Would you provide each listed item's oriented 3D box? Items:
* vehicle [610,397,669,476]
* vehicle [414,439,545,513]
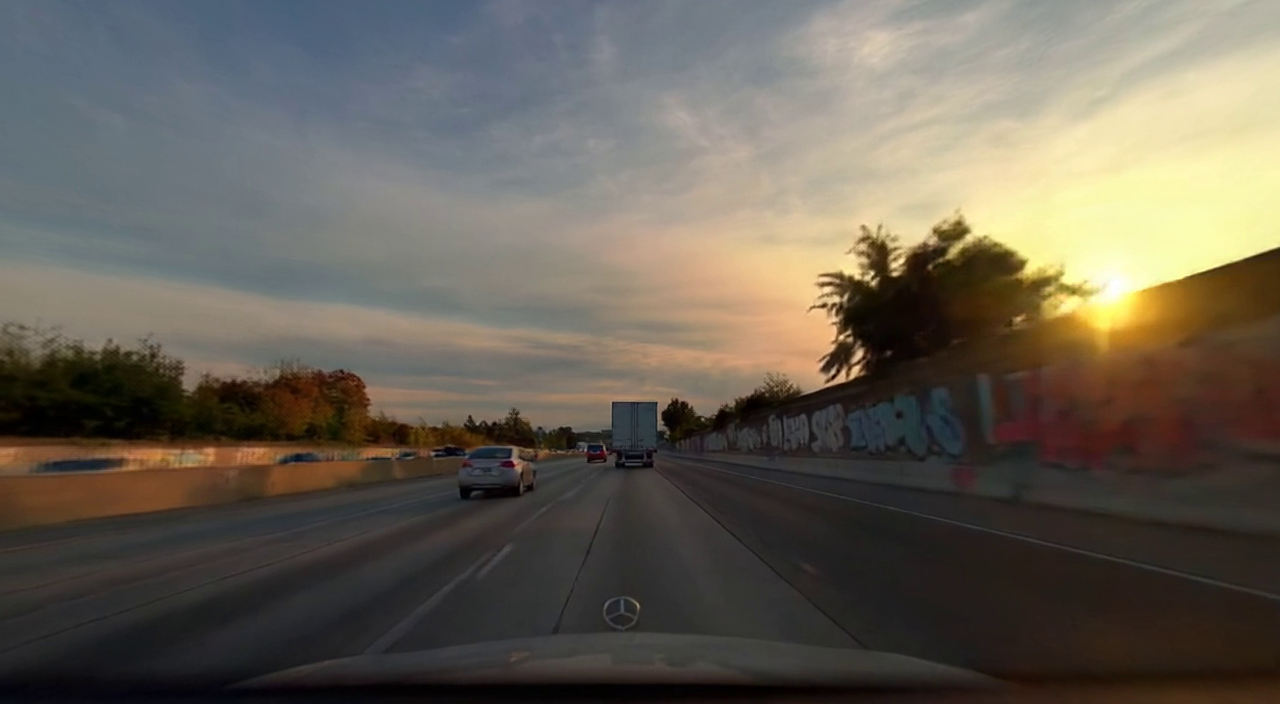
[{"bbox_3d":[-0.167,5.167,37.749,3.042,4.023,10.832,0,-9,-1],"label":"vehicle"},{"bbox_3d":[-3.703,2.943,15.328,2.158,1.538,4.047,0,-9,0],"label":"vehicle"}]
